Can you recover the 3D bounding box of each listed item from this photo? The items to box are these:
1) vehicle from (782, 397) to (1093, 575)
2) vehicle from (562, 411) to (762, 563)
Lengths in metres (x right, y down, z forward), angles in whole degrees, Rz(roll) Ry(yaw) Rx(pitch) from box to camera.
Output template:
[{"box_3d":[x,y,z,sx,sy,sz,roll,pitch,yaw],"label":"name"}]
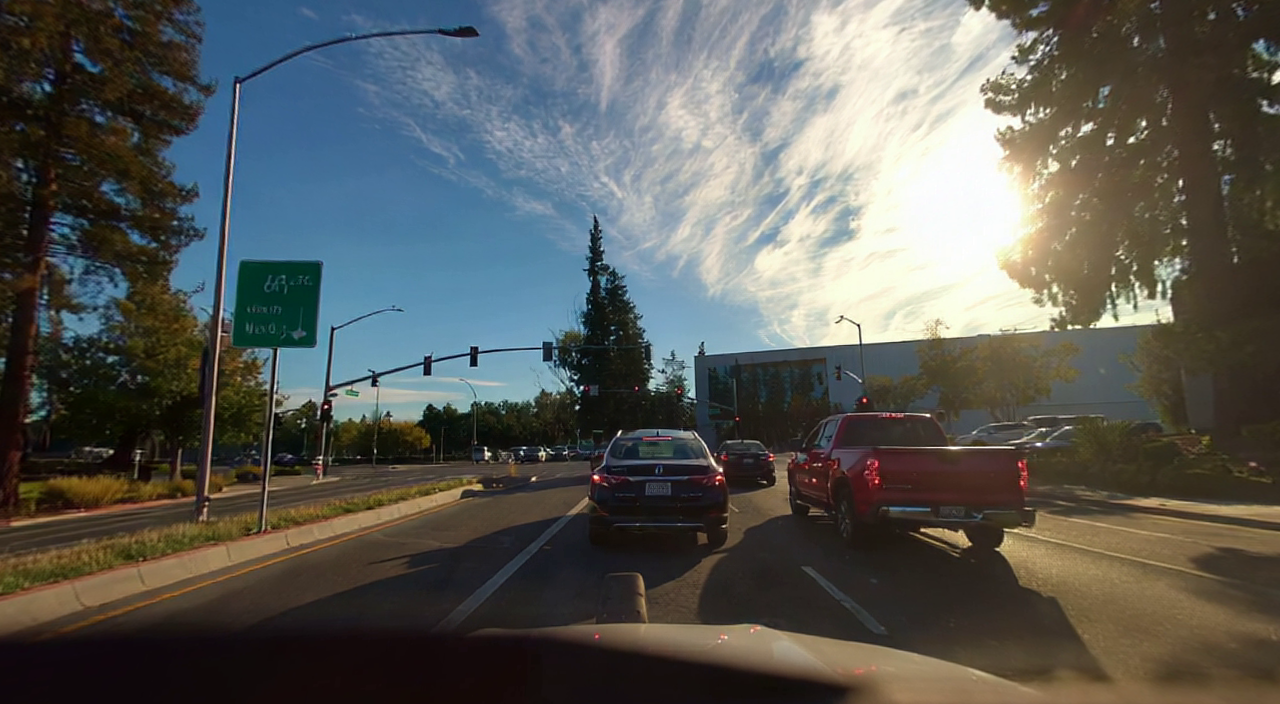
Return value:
[{"box_3d":[3.394,1.631,8.384,2.099,1.725,4.290,0,-8,1],"label":"vehicle"},{"box_3d":[0.246,1.775,8.962,2.168,1.641,4.039,0,-8,0],"label":"vehicle"}]
